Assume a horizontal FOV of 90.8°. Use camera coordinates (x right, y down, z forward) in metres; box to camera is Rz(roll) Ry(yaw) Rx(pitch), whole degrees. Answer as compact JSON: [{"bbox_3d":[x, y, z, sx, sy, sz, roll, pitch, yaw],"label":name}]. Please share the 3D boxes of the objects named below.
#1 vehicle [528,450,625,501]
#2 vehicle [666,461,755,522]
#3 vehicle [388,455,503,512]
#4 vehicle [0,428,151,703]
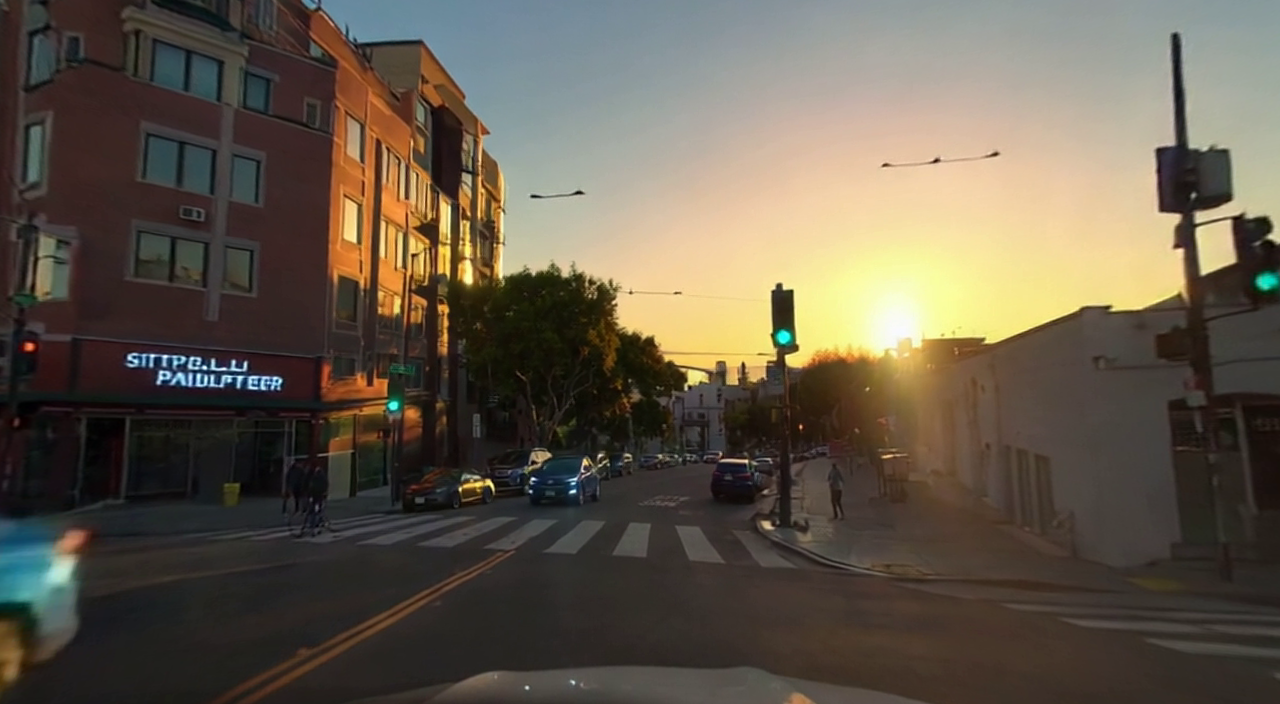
[{"bbox_3d":[-2.277,4.660,24.364,2.181,1.723,4.692,-3,-9,15],"label":"vehicle"},{"bbox_3d":[2.234,4.060,18.918,1.892,1.481,4.365,-3,-9,16],"label":"vehicle"},{"bbox_3d":[-6.963,4.733,23.150,1.933,1.461,4.393,-7,-7,14],"label":"vehicle"},{"bbox_3d":[-4.214,0.931,1.731,2.119,1.485,4.472,-1,-8,1],"label":"vehicle"}]
